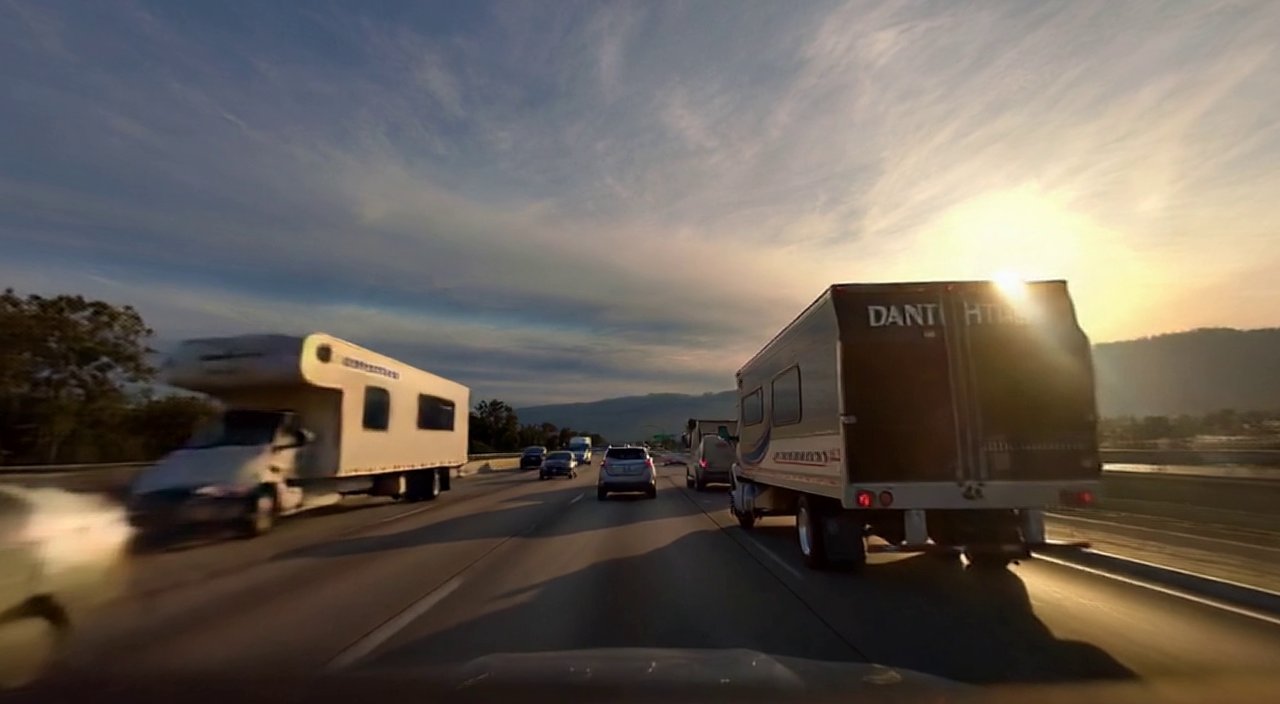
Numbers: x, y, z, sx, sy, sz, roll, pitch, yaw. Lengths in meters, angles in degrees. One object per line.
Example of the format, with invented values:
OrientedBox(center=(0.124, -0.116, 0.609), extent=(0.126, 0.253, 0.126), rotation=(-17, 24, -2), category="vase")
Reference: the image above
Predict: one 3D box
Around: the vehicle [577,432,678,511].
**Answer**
OrientedBox(center=(-0.296, 2.929, 15.878), extent=(2.201, 1.719, 4.058), rotation=(0, -9, -1), category="vehicle")

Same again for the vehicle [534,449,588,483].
OrientedBox(center=(-3.622, 5.286, 29.577), extent=(1.930, 1.431, 4.156), rotation=(0, -9, 1), category="vehicle")

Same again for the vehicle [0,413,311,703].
OrientedBox(center=(-3.788, 1.112, 3.301), extent=(1.980, 1.499, 3.944), rotation=(0, -9, 0), category="vehicle")

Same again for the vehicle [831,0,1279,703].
OrientedBox(center=(2.794, -0.314, 1.113), extent=(2.934, 3.963, 5.832), rotation=(0, -9, -1), category="vehicle")

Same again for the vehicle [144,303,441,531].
OrientedBox(center=(-6.942, 1.539, 13.963), extent=(3.008, 3.987, 5.871), rotation=(0, -9, 1), category="vehicle")
